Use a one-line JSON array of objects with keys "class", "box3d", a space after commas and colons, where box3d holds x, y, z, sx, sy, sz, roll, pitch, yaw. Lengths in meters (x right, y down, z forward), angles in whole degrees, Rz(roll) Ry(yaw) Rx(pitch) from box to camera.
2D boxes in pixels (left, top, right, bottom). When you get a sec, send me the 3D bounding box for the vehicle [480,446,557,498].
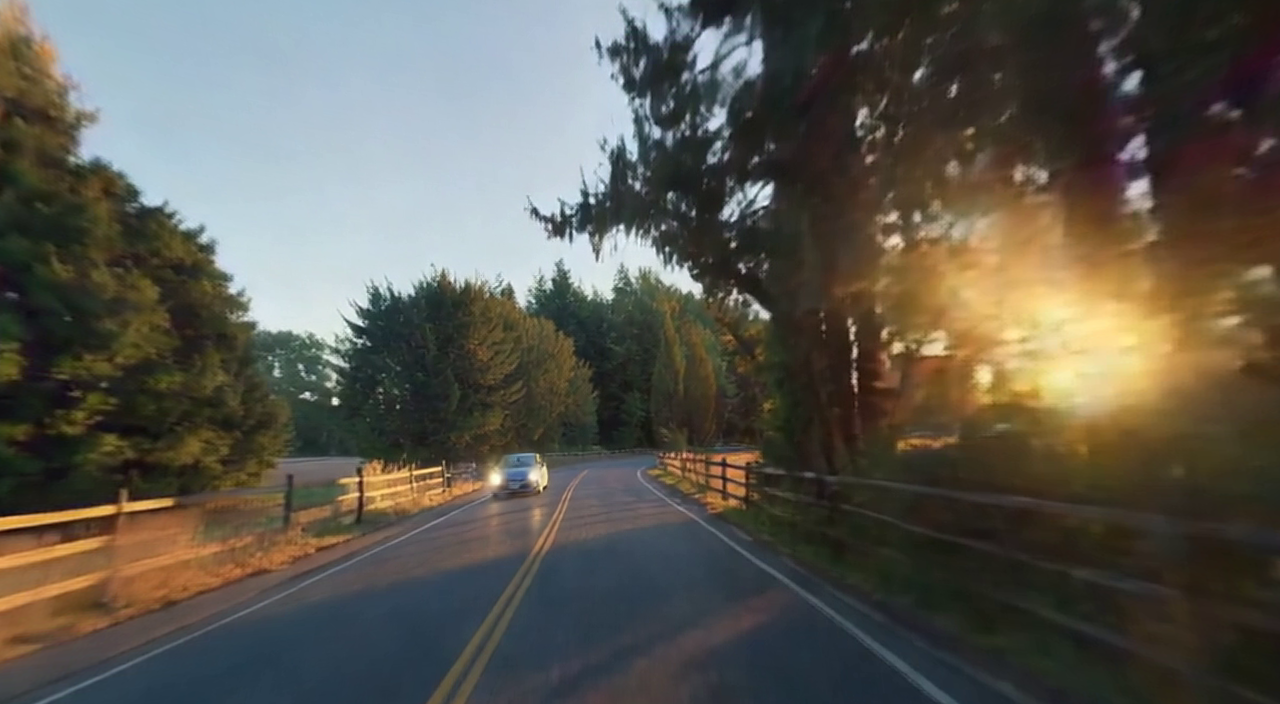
[{"class": "vehicle", "box3d": [-3.983, 3.975, 21.237, 1.987, 1.521, 3.649, -1, -9, -2]}]
